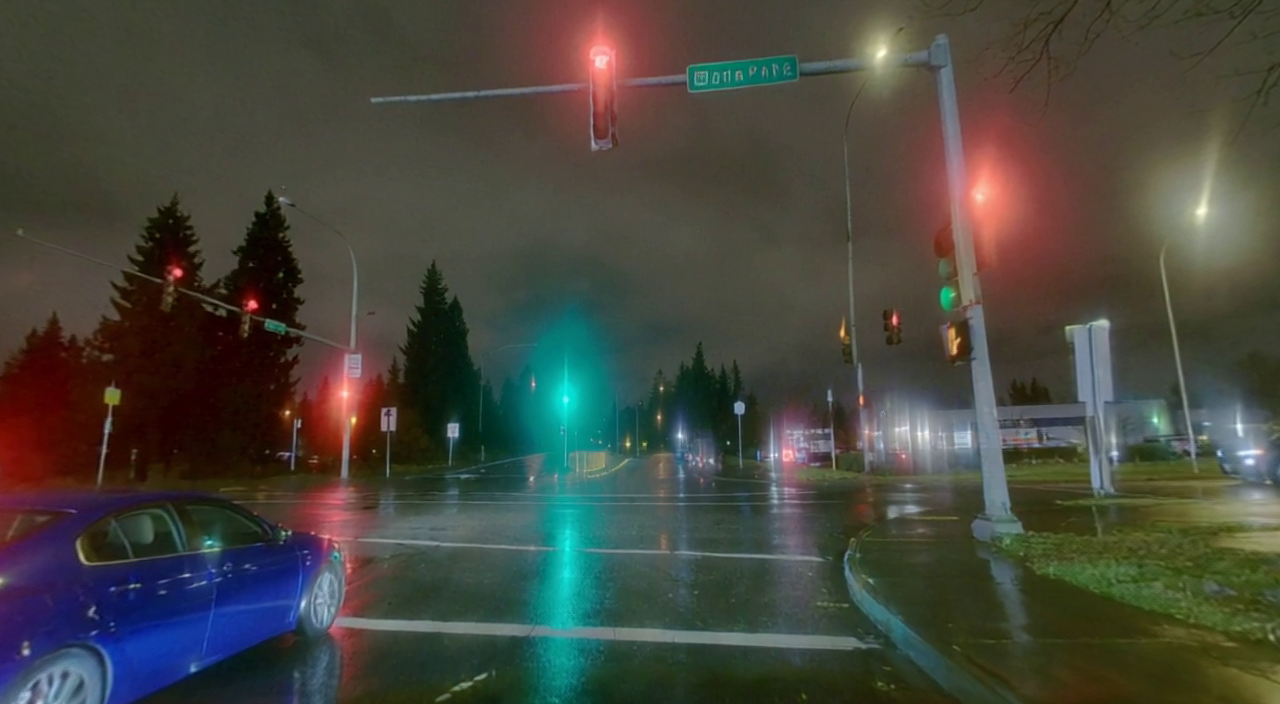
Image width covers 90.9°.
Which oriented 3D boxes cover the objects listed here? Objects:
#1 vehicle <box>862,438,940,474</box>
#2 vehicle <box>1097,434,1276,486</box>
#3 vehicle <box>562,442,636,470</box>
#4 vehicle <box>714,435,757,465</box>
[{"bbox_3d":[12.401,5.039,30.267,1.922,1.529,3.964,0,-12,-1],"label":"vehicle"},{"bbox_3d":[16.787,3.316,19.504,3.876,1.512,1.784,0,-8,-2],"label":"vehicle"},{"bbox_3d":[-2.447,6.152,37.559,3.991,1.526,1.868,-4,-9,30],"label":"vehicle"},{"bbox_3d":[6.950,7.154,46.114,1.491,2.041,2.964,6,-9,-34],"label":"vehicle"}]
